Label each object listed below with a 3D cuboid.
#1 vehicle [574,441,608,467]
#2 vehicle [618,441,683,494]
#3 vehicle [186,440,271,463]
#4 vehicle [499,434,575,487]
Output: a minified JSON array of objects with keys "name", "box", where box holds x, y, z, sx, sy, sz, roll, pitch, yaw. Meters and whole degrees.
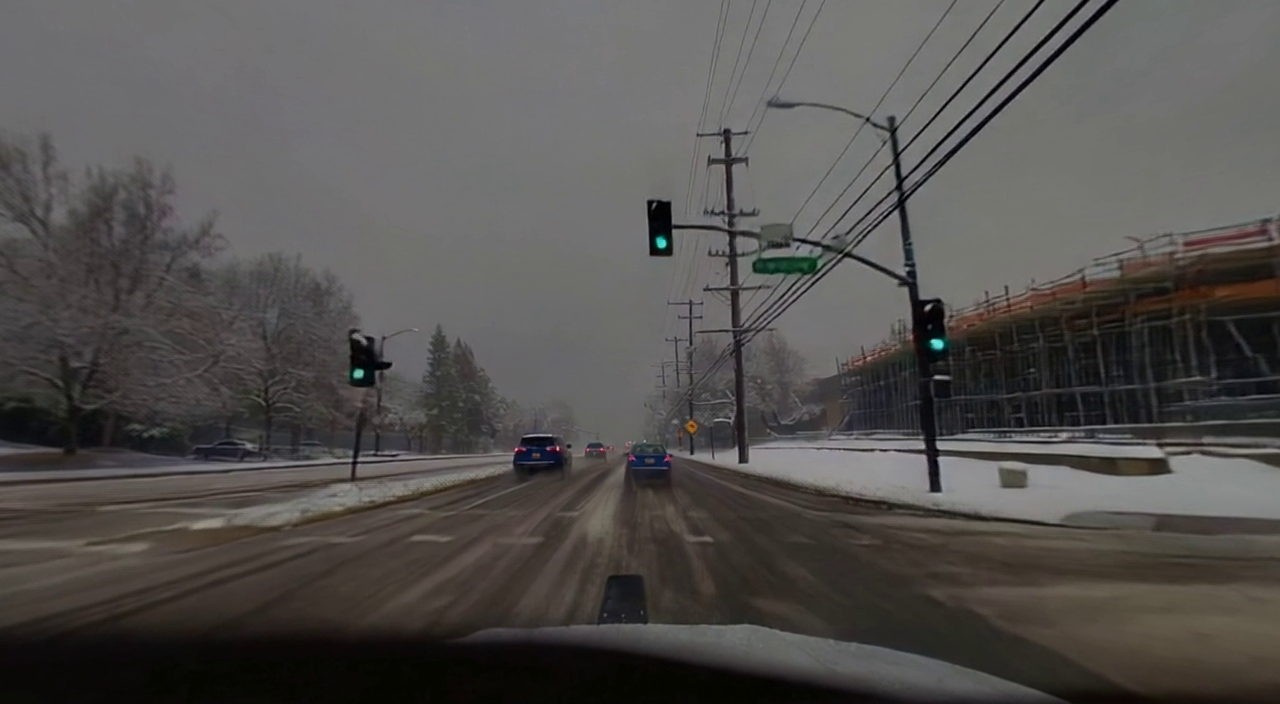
[{"name":"vehicle","box":[-3.441,7.275,45.032,1.910,1.713,4.786,0,-8,1]},{"name":"vehicle","box":[0.340,4.007,22.229,2.059,1.691,3.980,0,-8,0]},{"name":"vehicle","box":[-31.662,7.696,48.428,5.155,1.679,1.934,0,-8,0]},{"name":"vehicle","box":[-3.775,4.059,23.912,2.078,1.804,4.387,0,-8,1]}]
